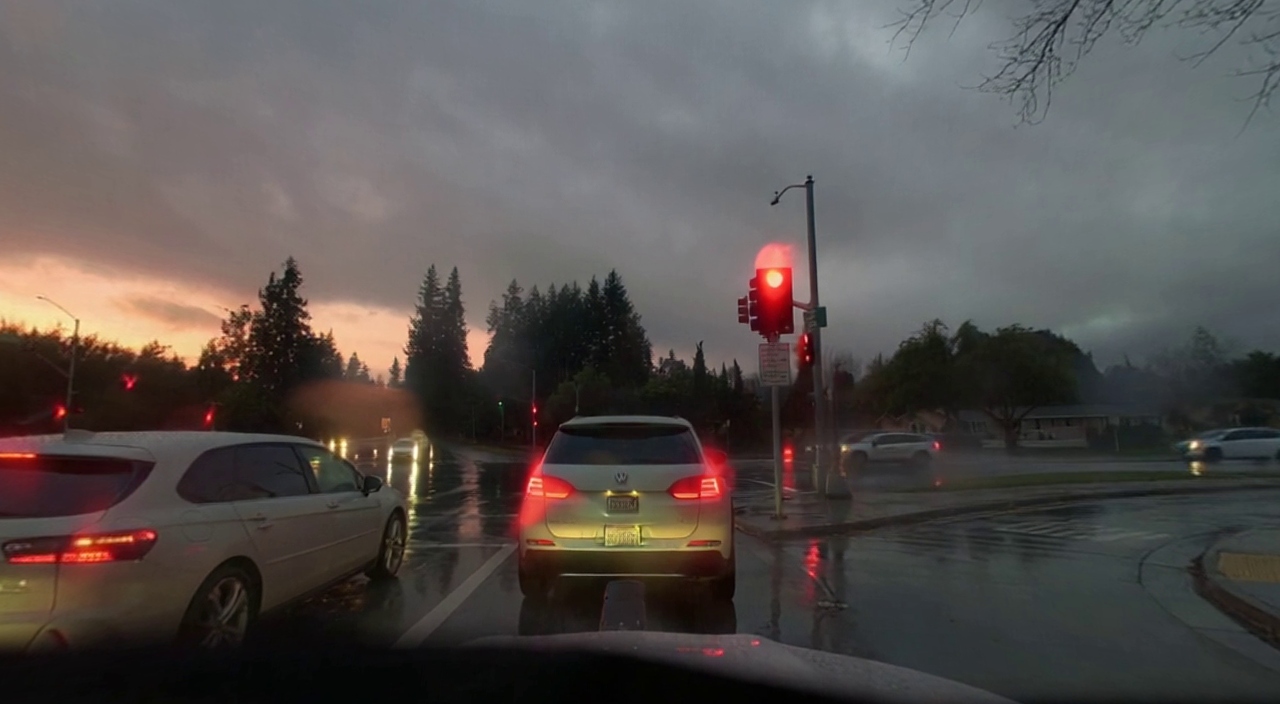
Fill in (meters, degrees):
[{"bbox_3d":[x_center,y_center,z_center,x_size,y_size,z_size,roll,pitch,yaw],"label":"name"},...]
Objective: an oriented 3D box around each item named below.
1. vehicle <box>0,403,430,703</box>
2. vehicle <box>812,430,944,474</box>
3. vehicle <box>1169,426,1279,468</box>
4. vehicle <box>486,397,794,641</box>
[{"bbox_3d":[-3.294,1.278,4.719,2.035,1.492,4.415,0,-9,-2],"label":"vehicle"},{"bbox_3d":[10.061,4.274,27.078,4.887,1.769,2.035,-1,-9,6],"label":"vehicle"},{"bbox_3d":[24.700,3.841,25.535,4.670,1.616,1.926,-1,-9,6],"label":"vehicle"},{"bbox_3d":[-0.140,1.472,6.564,2.154,1.670,4.140,1,-9,-4],"label":"vehicle"}]
